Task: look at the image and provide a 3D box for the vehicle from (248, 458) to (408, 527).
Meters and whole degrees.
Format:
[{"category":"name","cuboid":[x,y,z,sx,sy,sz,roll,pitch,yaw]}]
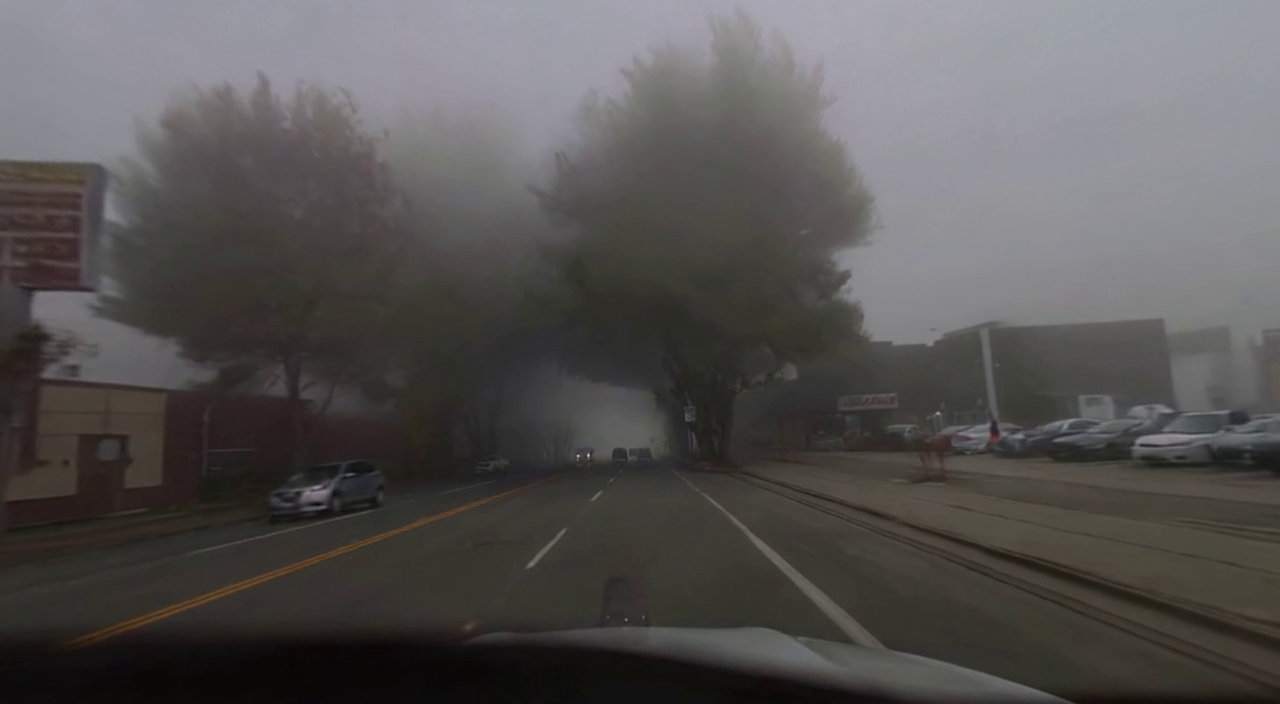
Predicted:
[{"category":"vehicle","cuboid":[-8.119,3.663,16.964,1.925,1.502,4.359,-1,-9,2]}]
